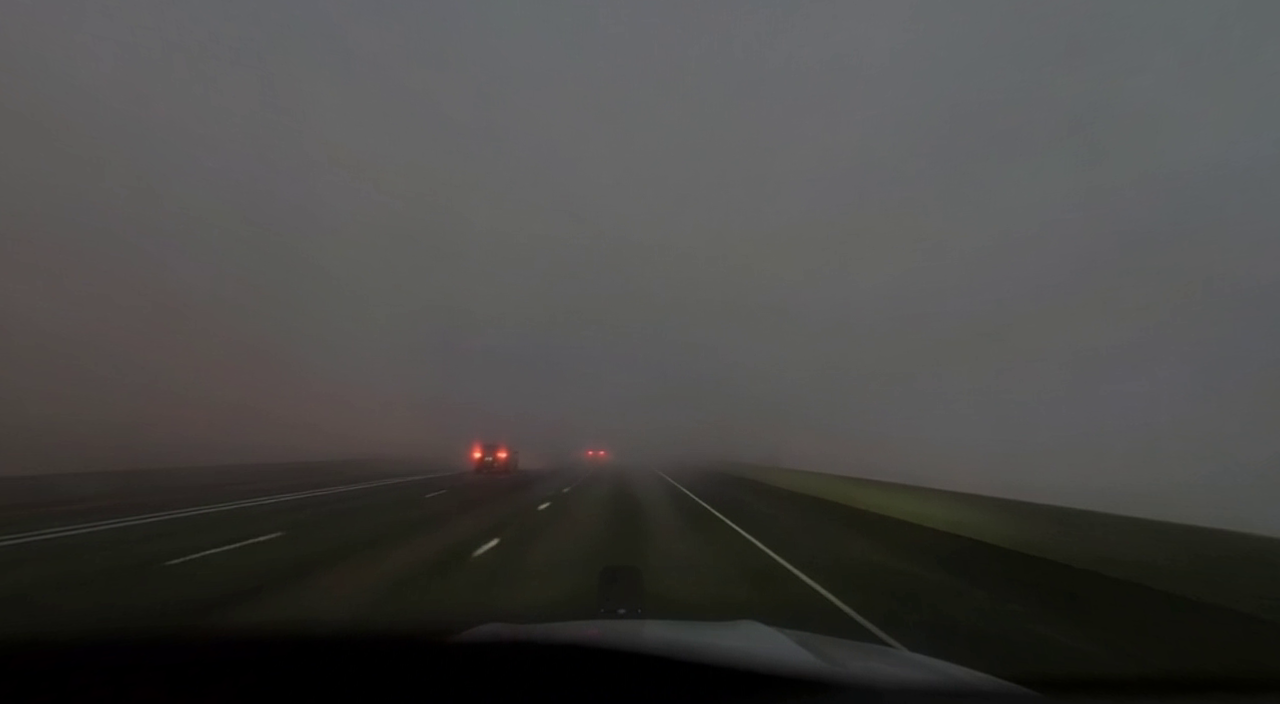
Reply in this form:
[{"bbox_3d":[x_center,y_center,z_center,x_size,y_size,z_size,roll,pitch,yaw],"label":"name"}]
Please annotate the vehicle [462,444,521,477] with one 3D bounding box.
[{"bbox_3d":[-7.795,5.726,33.572,2.098,1.606,4.227,0,-9,0],"label":"vehicle"}]
